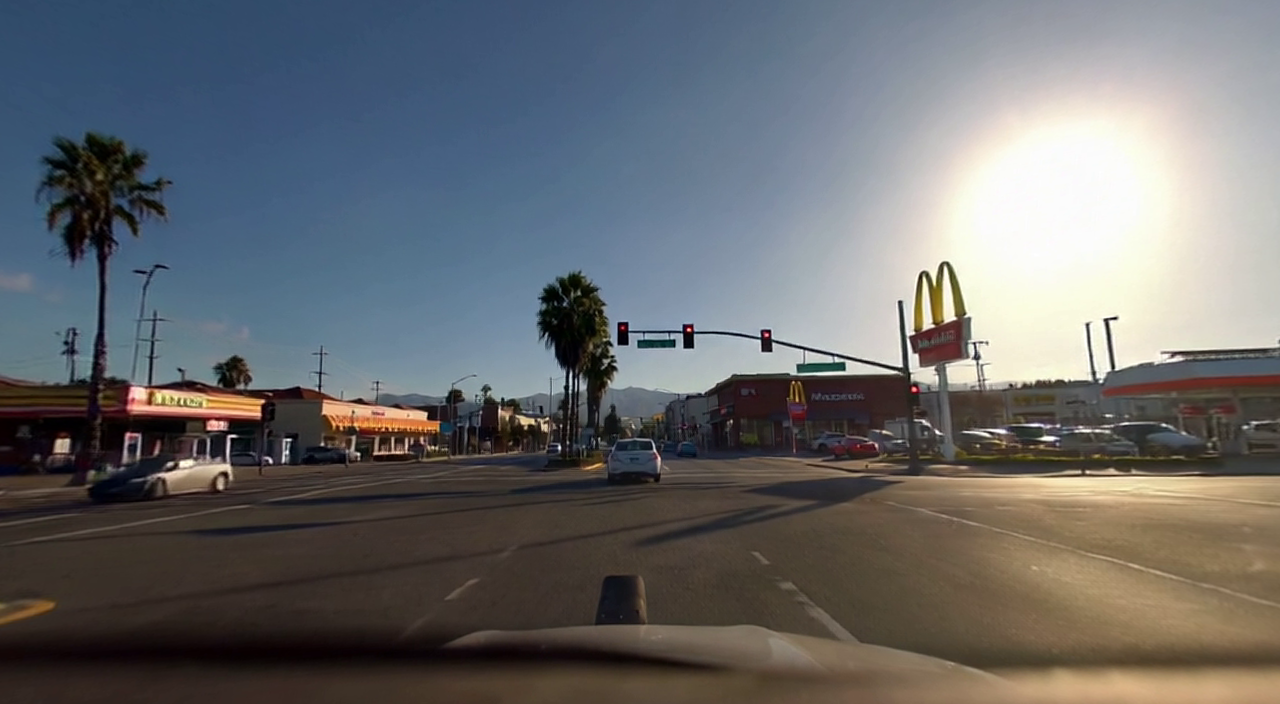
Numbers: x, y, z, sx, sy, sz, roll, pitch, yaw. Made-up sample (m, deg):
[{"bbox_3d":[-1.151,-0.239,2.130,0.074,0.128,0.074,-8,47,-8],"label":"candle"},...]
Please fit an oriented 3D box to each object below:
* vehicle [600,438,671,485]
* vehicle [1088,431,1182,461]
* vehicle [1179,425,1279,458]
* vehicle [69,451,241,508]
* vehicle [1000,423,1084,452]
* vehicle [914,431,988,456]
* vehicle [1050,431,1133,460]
[{"bbox_3d":[-0.179,3.862,22.666,2.270,1.475,4.571,0,-8,-1],"label":"vehicle"},{"bbox_3d":[26.248,4.989,33.664,1.923,1.501,3.849,0,-8,2],"label":"vehicle"},{"bbox_3d":[31.767,4.785,33.808,1.903,1.630,4.320,0,-8,-2],"label":"vehicle"},{"bbox_3d":[-15.282,3.997,20.318,1.896,1.508,4.659,0,-8,-1],"label":"vehicle"},{"bbox_3d":[24.452,5.227,38.556,3.783,1.560,1.853,-4,-9,10],"label":"vehicle"},{"bbox_3d":[19.464,5.747,39.701,3.833,1.495,1.892,-3,-9,17],"label":"vehicle"},{"bbox_3d":[24.159,5.008,33.968,1.738,1.462,3.609,0,-8,0],"label":"vehicle"}]
